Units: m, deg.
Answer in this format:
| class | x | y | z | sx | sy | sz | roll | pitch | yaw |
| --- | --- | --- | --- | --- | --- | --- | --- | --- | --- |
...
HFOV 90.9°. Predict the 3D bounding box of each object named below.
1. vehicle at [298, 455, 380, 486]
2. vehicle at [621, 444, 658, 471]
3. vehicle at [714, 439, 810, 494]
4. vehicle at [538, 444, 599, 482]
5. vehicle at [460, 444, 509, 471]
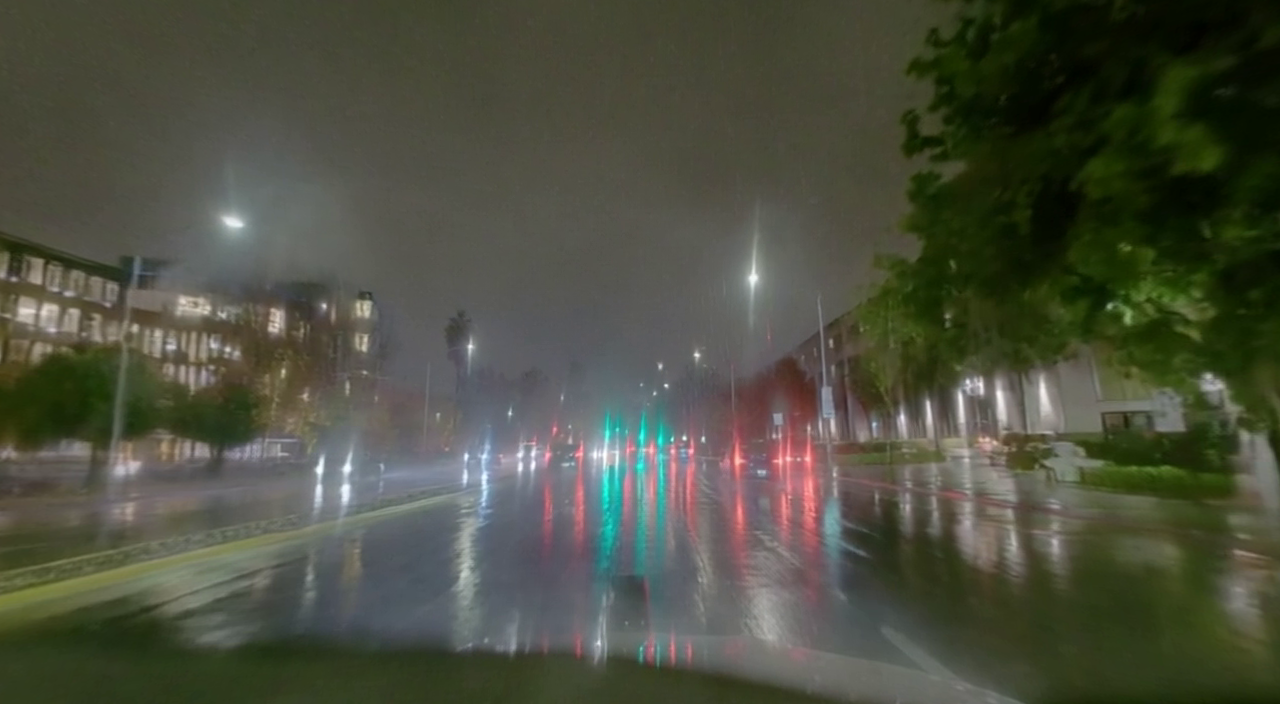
| class | x | y | z | sx | sy | sz | roll | pitch | yaw |
| --- | --- | --- | --- | --- | --- | --- | --- | --- | --- |
| vehicle | -15.888 | 6.252 | 33.575 | 2.018 | 1.465 | 4.672 | 0 | -8 | 1 |
| vehicle | -0.028 | 6.291 | 37.849 | 2.101 | 1.480 | 3.929 | 0 | -8 | 0 |
| vehicle | 3.635 | 3.493 | 19.656 | 1.990 | 1.486 | 4.431 | 0 | -8 | -1 |
| vehicle | -2.982 | 4.739 | 27.245 | 2.082 | 1.467 | 4.379 | 0 | -8 | 1 |
| vehicle | -12.106 | 8.231 | 49.417 | 2.296 | 1.941 | 5.816 | 0 | -8 | 1 |
